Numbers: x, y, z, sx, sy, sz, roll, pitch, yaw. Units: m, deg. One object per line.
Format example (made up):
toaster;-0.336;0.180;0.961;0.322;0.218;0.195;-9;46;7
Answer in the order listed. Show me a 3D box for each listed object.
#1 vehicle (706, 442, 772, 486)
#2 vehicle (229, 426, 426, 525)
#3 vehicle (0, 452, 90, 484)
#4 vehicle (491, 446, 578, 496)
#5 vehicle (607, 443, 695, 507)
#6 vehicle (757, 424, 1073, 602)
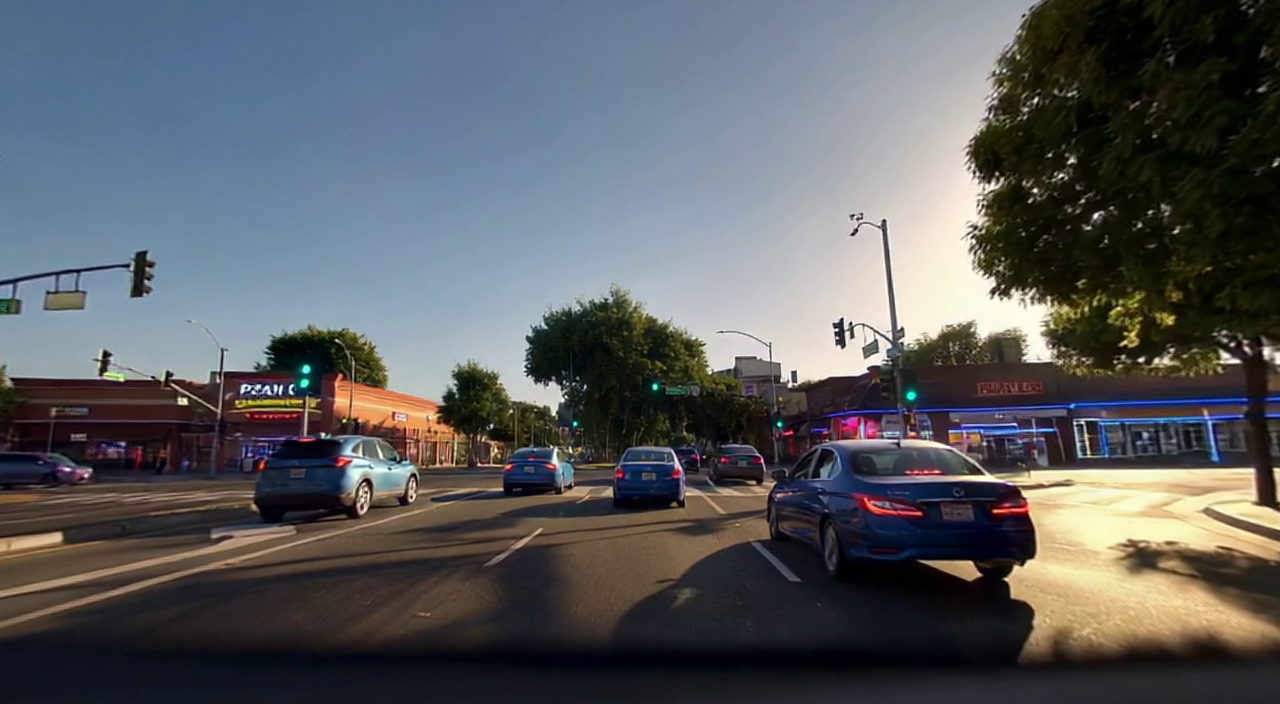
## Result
vehicle;3.777;4.337;24.699;1.931;1.552;4.125;0;-8;0
vehicle;-6.568;2.622;13.970;2.058;1.804;4.391;0;-8;0
vehicle;-30.247;5.705;31.115;4.315;1.485;1.822;0;-8;-2
vehicle;-3.373;3.894;21.123;2.040;1.471;4.211;-1;-8;2
vehicle;0.288;3.208;16.946;2.070;1.460;4.118;0;-8;1
vehicle;2.761;1.698;7.562;1.946;1.513;4.133;0;-8;1
